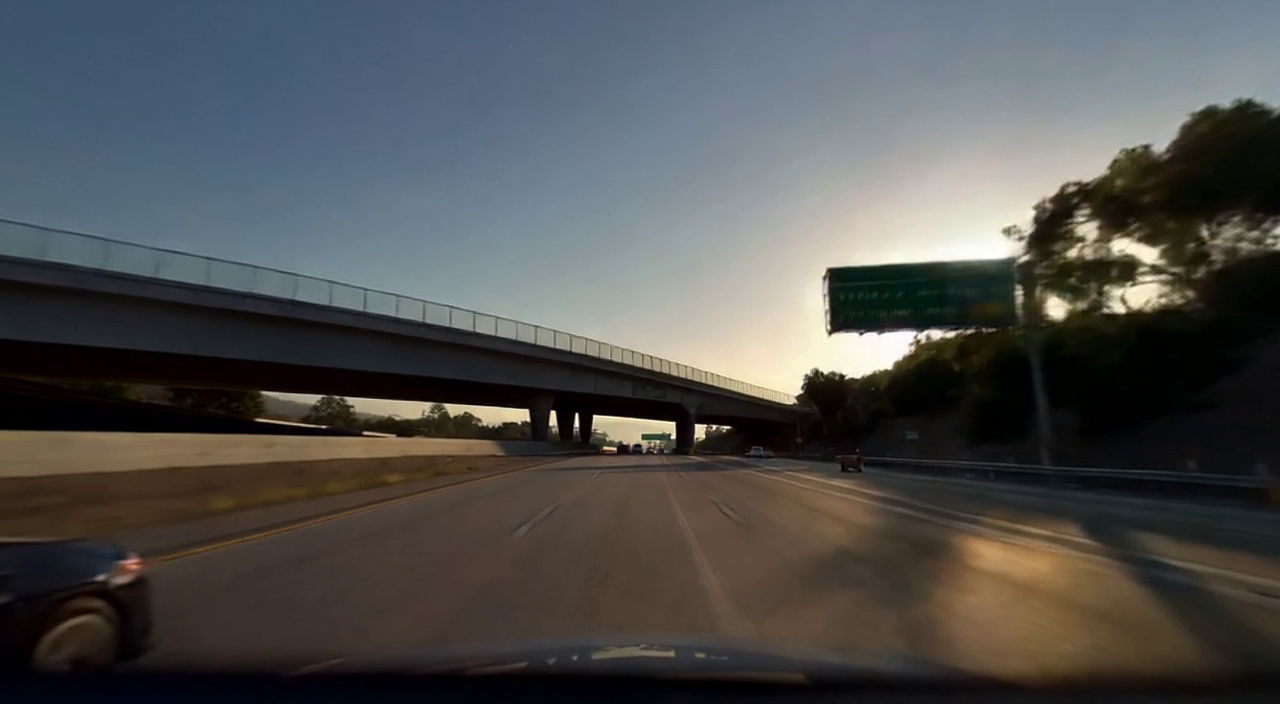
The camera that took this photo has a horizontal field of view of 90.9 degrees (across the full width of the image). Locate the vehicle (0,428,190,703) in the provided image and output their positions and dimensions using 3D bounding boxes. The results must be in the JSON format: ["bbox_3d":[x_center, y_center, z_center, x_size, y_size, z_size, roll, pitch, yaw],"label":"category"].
[{"bbox_3d":[-3.853,0.969,1.925,1.968,1.504,3.892,0,-8,2],"label":"vehicle"}]
